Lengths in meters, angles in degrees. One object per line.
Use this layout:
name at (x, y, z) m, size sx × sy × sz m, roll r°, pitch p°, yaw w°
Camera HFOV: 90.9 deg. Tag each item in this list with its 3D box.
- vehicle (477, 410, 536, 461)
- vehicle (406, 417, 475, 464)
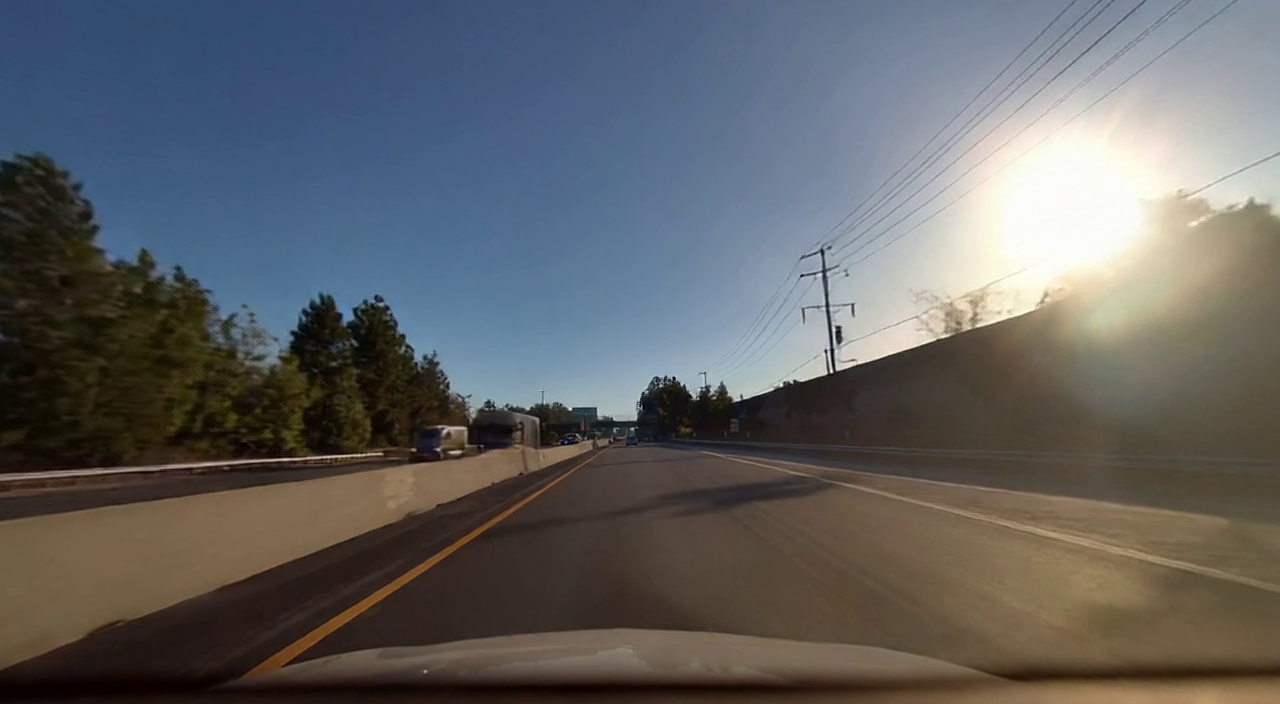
vehicle at (-9.544, 6.088, 45.967) m, size 2.646 × 3.377 × 7.637 m, roll 0°, pitch -8°, yaw 0°
vehicle at (-14.317, 6.426, 45.991) m, size 2.713 × 3.022 × 7.818 m, roll 2°, pitch -8°, yaw -2°
